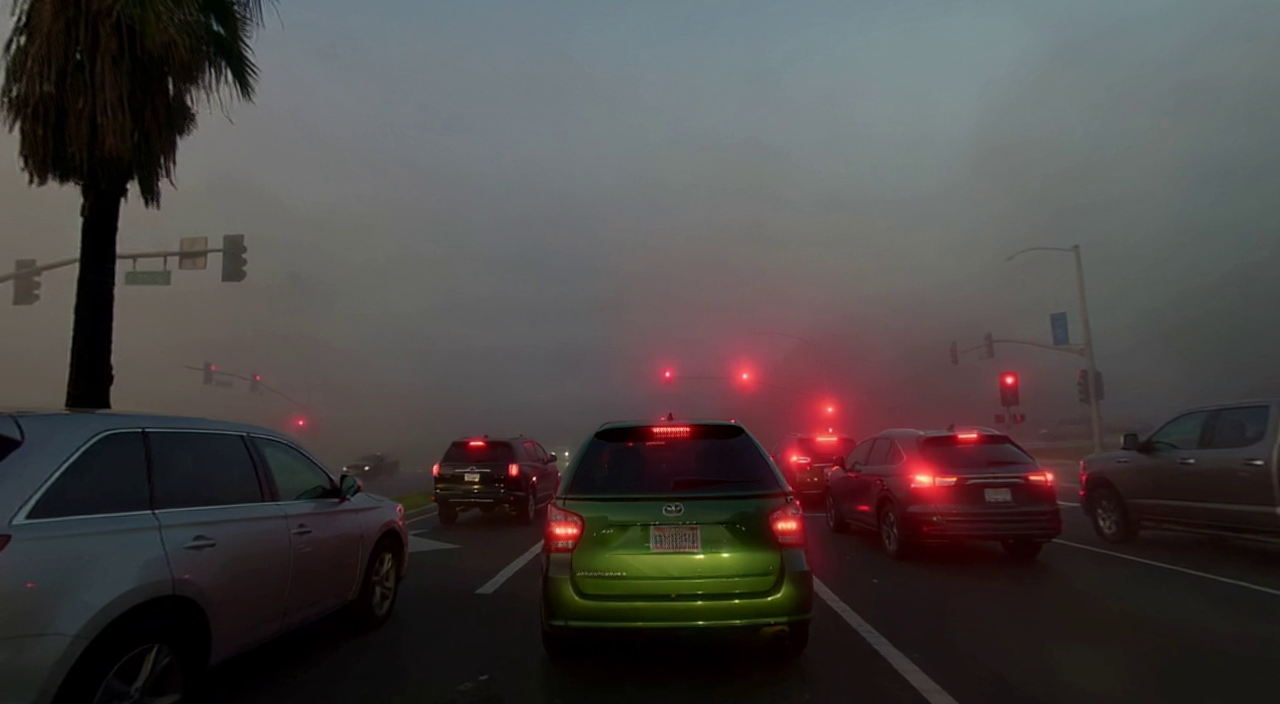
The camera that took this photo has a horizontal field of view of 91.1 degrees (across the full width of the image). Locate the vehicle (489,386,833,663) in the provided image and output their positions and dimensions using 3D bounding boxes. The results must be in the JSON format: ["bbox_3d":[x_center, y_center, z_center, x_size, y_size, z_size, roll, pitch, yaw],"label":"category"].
[{"bbox_3d":[0.160,1.374,6.037,2.123,1.704,4.128,0,-8,1],"label":"vehicle"}]

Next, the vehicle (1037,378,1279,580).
[{"bbox_3d":[7.327,1.336,6.805,2.337,1.925,5.728,0,-8,1],"label":"vehicle"}]

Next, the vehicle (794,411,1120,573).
[{"bbox_3d":[4.001,1.866,9.294,2.072,1.704,5.170,0,-8,-1],"label":"vehicle"}]

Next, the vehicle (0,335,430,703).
[{"bbox_3d":[-3.161,1.085,3.902,2.171,1.702,4.416,0,-9,0],"label":"vehicle"}]
